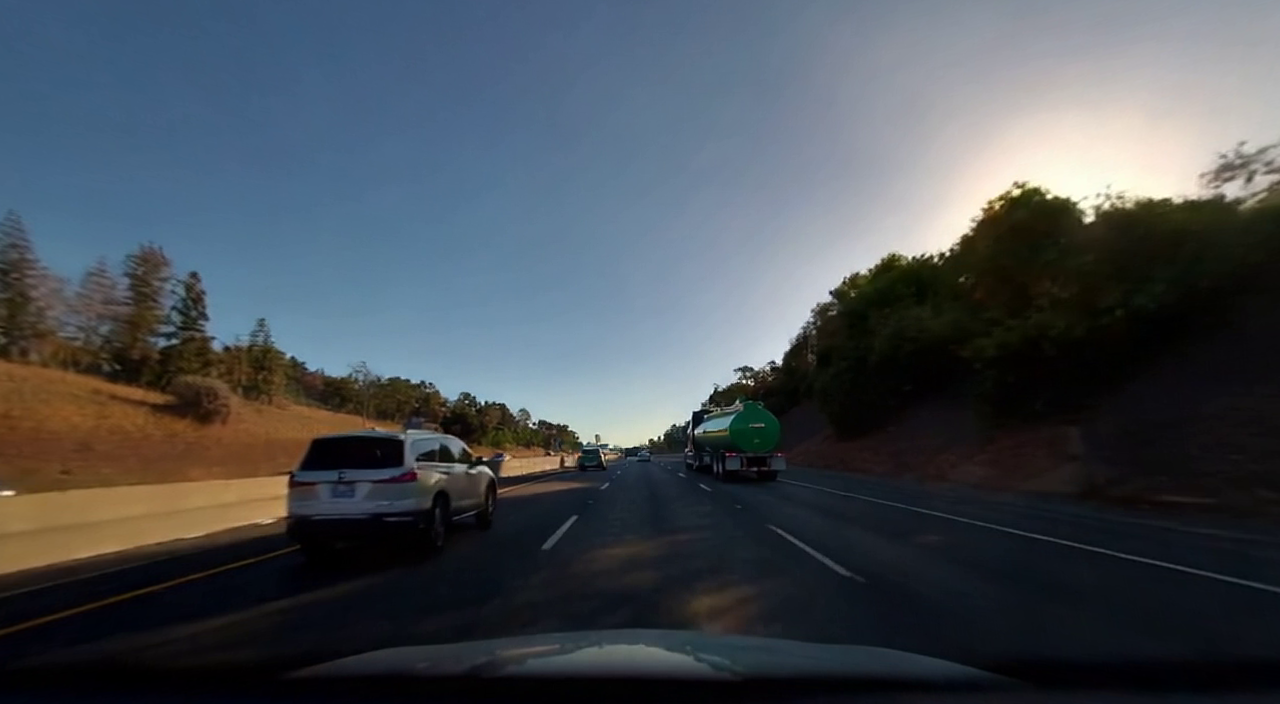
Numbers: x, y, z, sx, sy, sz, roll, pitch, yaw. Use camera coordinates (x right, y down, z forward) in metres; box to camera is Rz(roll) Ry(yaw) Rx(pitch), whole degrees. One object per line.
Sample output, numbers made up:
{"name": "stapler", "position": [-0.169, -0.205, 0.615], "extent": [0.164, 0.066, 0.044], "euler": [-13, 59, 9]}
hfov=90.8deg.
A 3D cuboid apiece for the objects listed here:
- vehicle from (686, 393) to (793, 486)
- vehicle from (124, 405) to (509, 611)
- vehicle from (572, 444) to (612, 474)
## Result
{"name": "vehicle", "position": [4.429, 4.487, 31.810], "extent": [2.889, 3.606, 13.832], "euler": [0, -9, -1]}
{"name": "vehicle", "position": [-3.210, 1.667, 7.681], "extent": [2.249, 1.710, 4.580], "euler": [0, -9, 0]}
{"name": "vehicle", "position": [-3.036, 6.895, 40.976], "extent": [2.258, 1.805, 4.665], "euler": [0, -9, 0]}
